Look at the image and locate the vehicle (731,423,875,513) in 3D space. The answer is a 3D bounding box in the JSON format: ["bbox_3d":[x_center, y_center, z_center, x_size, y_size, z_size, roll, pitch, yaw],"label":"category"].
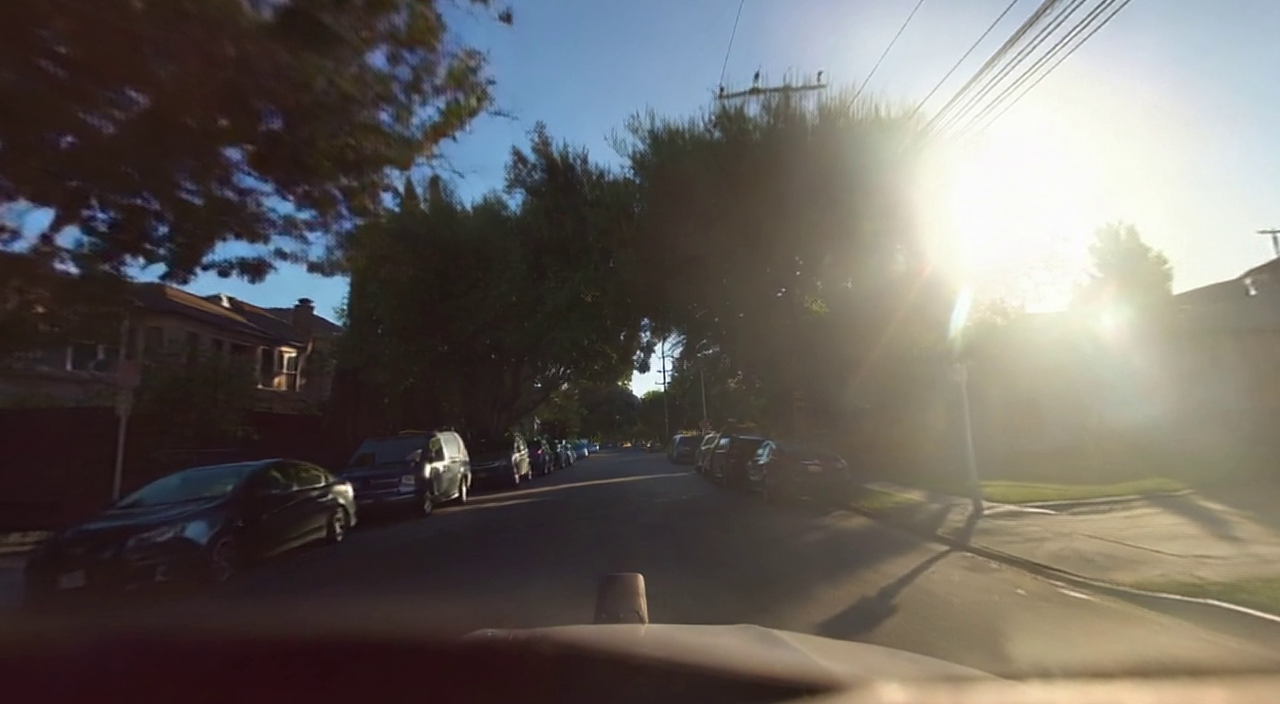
[{"bbox_3d":[3.496,2.588,14.584,1.994,1.710,4.699,0,-8,-1],"label":"vehicle"}]

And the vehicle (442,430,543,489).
[{"bbox_3d":[-5.305,3.958,23.669,2.683,1.923,5.421,0,-8,-3],"label":"vehicle"}]

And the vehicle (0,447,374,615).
[{"bbox_3d":[-5.285,1.964,8.035,1.858,1.456,4.587,0,-8,-1],"label":"vehicle"}]

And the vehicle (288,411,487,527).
[{"bbox_3d":[-5.294,2.538,14.367,2.390,2.123,5.371,0,-8,-1],"label":"vehicle"}]
